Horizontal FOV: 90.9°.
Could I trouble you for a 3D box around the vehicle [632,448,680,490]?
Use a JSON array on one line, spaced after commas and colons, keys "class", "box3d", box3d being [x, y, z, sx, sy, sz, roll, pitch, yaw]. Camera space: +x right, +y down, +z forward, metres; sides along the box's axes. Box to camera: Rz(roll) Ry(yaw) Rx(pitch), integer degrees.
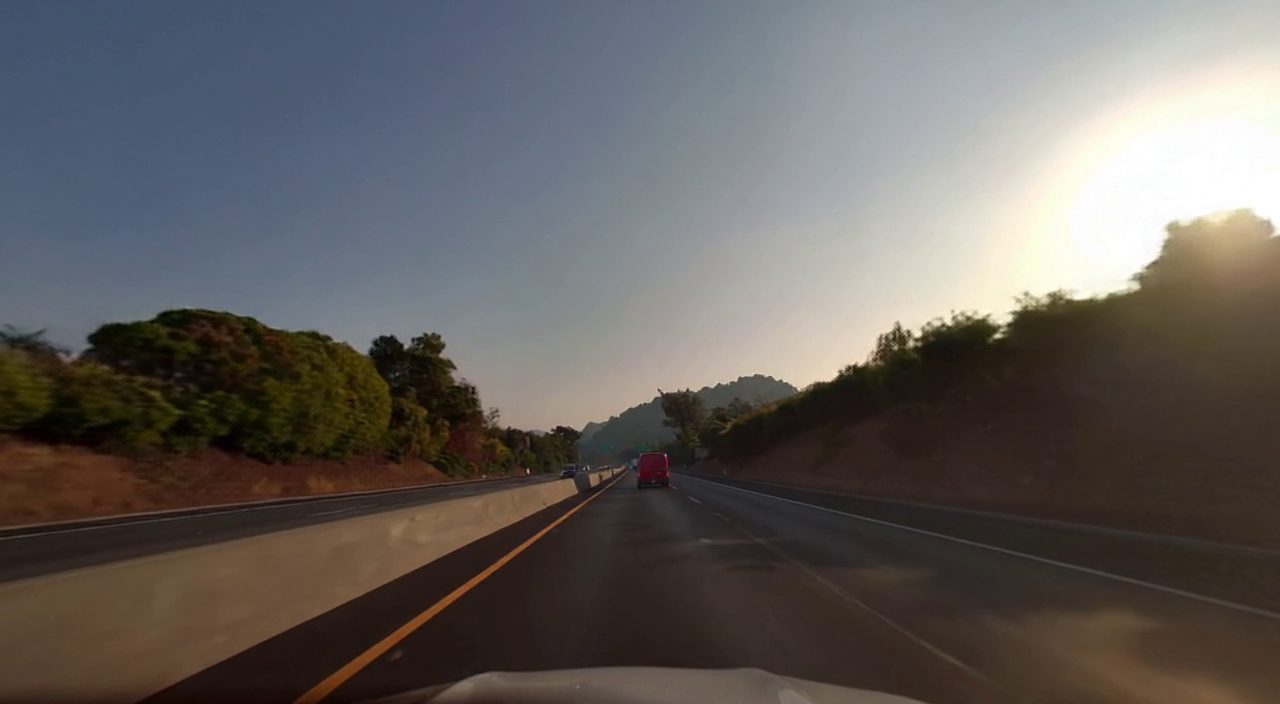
[{"class": "vehicle", "box3d": [0.819, 6.565, 35.383, 2.429, 2.167, 4.558, 1, -11, -2]}]
